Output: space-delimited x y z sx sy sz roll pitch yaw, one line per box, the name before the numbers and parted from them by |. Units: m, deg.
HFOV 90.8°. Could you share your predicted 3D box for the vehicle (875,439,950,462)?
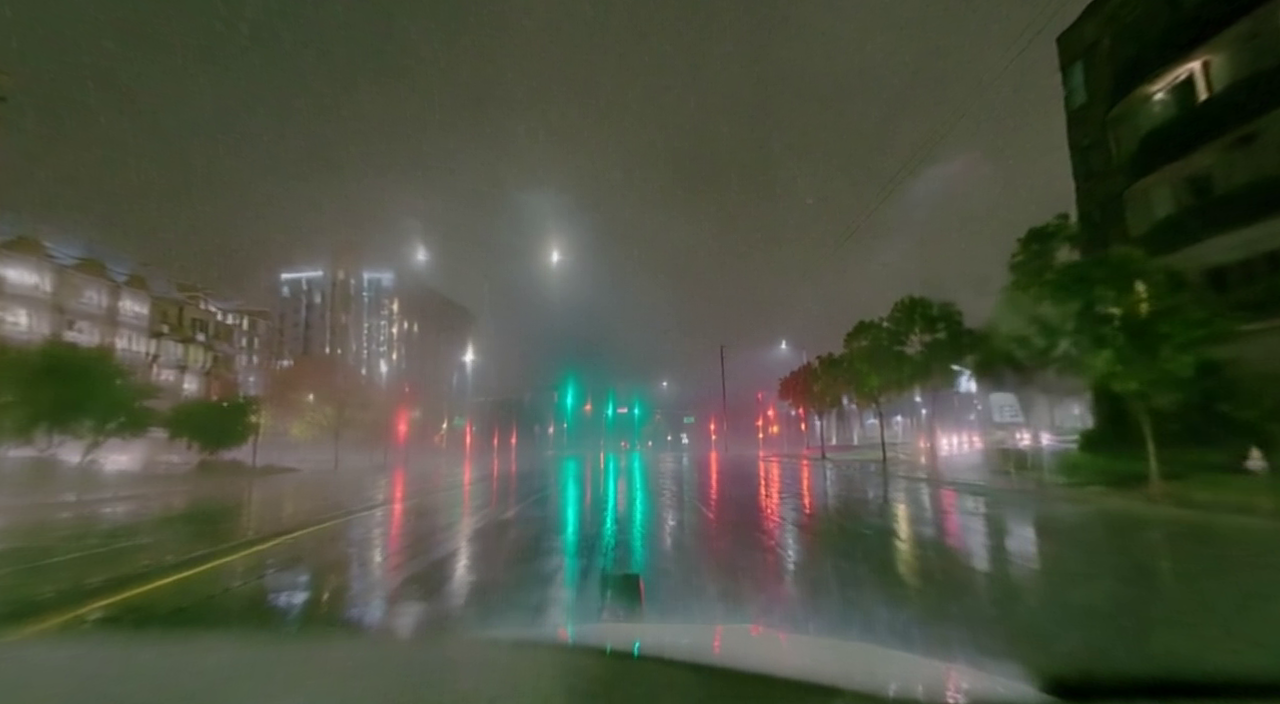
vehicle | 19.131 6.912 44.418 4.376 1.483 1.828 -8 -12 44
